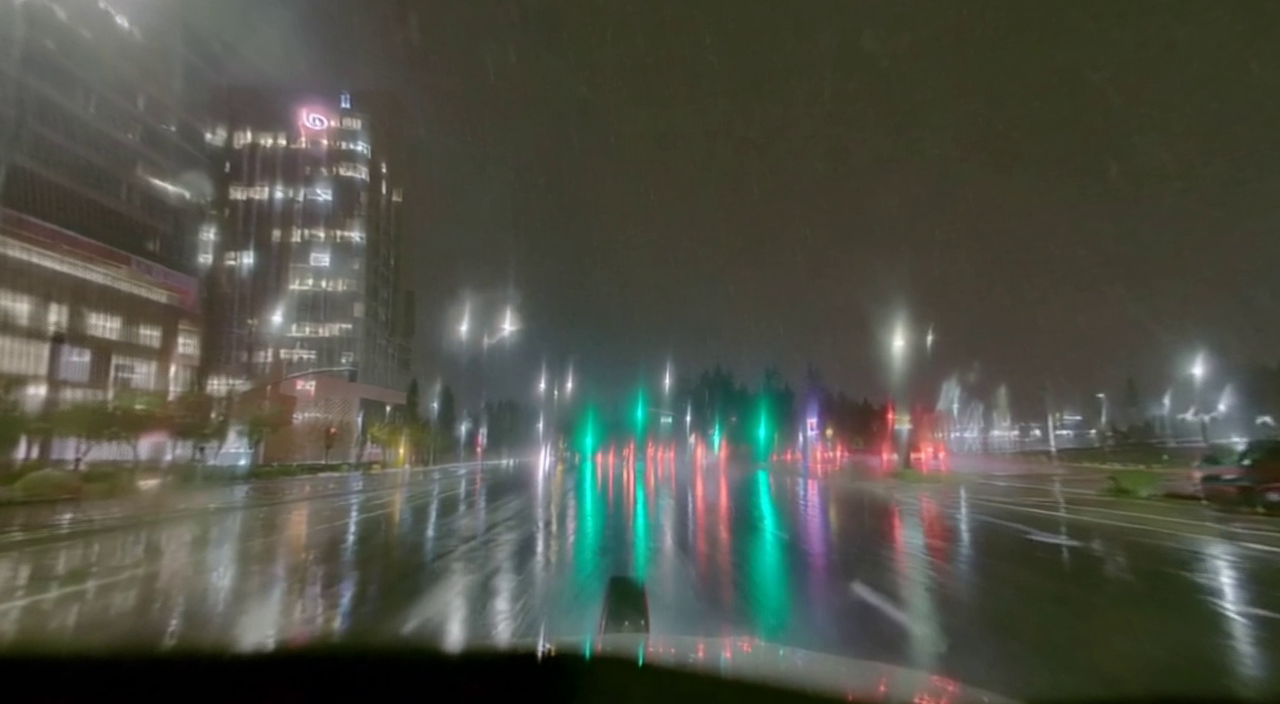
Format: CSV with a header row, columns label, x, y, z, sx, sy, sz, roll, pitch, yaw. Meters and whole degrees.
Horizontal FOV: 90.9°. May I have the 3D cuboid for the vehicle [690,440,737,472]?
label,x,y,z,sx,sy,sz,roll,pitch,yaw
vehicle,4.107,5.898,35.950,2.007,1.683,4.171,0,-9,-2

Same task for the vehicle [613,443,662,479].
label,x,y,z,sx,sy,sz,roll,pitch,yaw
vehicle,-0.100,4.875,28.448,2.059,1.477,3.988,0,-9,0
